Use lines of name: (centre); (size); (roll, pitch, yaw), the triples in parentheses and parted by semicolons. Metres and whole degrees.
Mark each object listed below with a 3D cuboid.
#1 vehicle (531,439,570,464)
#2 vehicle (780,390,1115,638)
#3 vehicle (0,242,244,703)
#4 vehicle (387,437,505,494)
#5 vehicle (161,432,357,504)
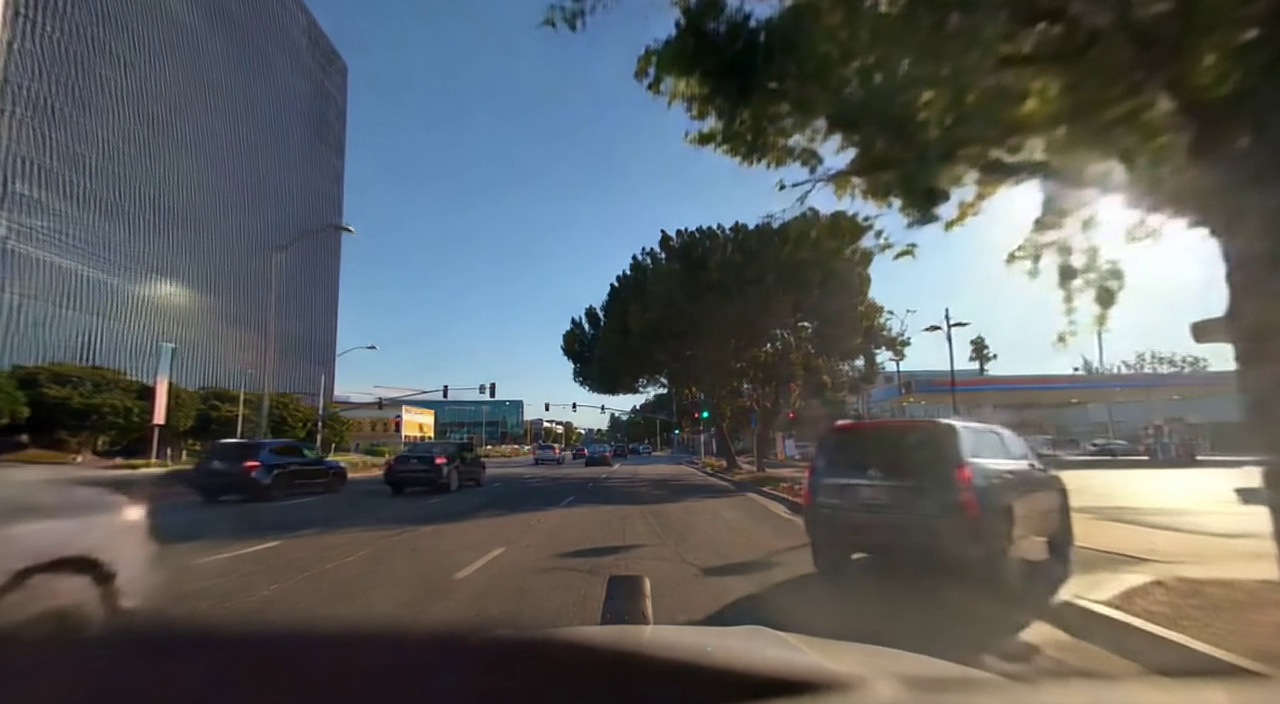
vehicle: (-6.270, 7.030, 44.586); (2.018, 1.658, 4.391); (0, -8, 1)
vehicle: (3.670, 1.509, 7.006); (2.169, 1.751, 4.613); (-7, -11, 39)
vehicle: (-3.952, 0.355, 0.778); (2.602, 2.091, 6.347); (-1, -8, 2)
vehicle: (-5.603, 3.325, 18.892); (1.900, 1.473, 4.425); (-1, -8, 4)
vehicle: (-9.360, 2.876, 16.106); (1.965, 1.541, 4.718); (0, -8, 1)
